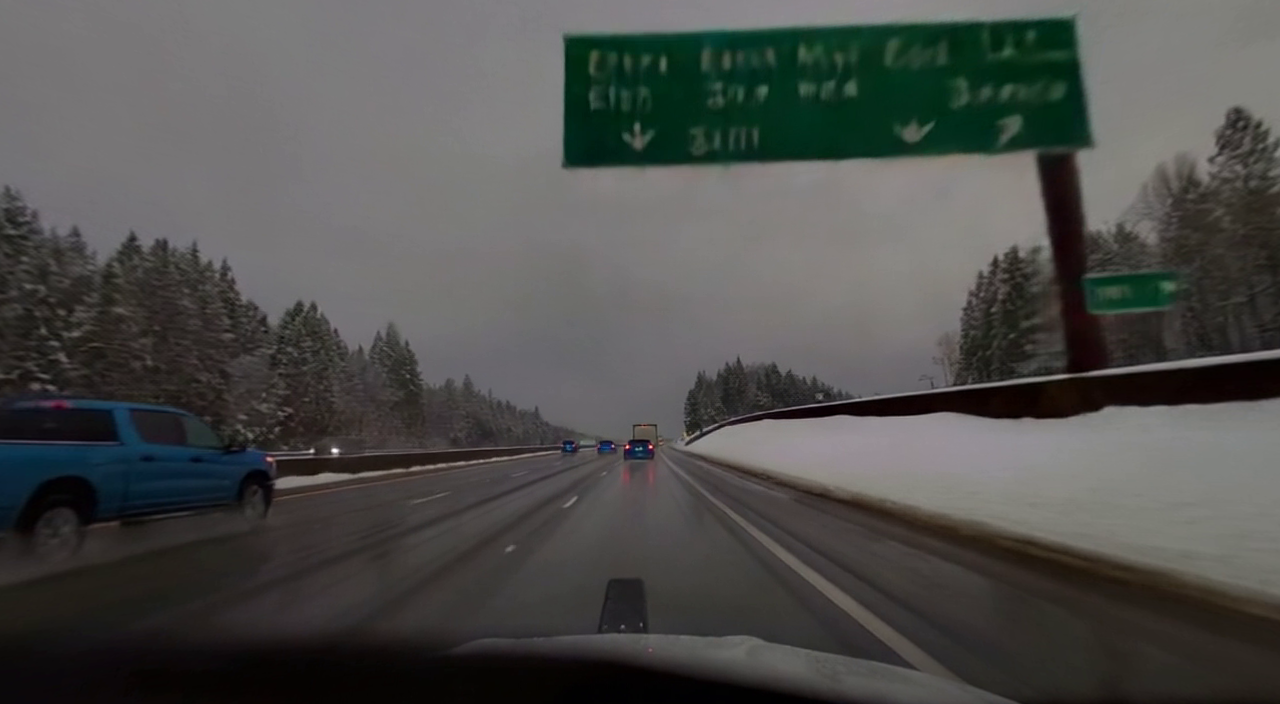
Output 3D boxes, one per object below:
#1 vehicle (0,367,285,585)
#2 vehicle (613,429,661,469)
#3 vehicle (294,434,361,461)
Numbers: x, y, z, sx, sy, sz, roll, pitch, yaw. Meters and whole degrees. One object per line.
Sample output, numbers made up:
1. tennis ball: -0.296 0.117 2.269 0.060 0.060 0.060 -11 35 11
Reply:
1. vehicle: -6.940 1.362 7.303 2.323 1.947 5.672 0 -8 0
2. vehicle: -0.144 5.113 33.252 2.309 1.915 5.130 0 -8 0
3. vehicle: -20.996 6.440 42.660 2.125 1.709 4.642 0 -8 0
